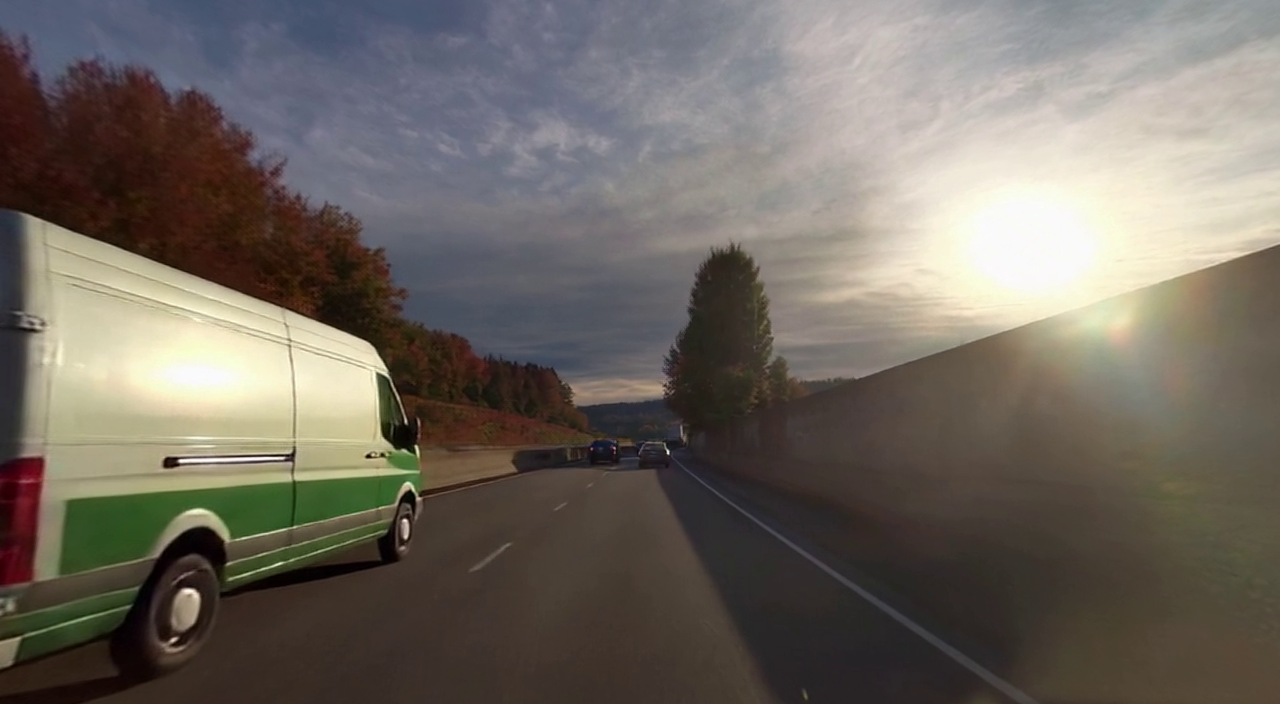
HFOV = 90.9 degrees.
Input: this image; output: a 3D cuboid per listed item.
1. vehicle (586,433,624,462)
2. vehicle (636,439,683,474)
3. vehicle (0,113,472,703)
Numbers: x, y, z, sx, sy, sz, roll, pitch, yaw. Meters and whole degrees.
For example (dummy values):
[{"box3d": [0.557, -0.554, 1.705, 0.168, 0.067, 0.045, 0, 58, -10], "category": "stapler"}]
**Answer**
[{"box3d": [-2.498, 7.025, 46.421, 2.199, 1.973, 5.078, 0, -8, 3], "category": "vehicle"}, {"box3d": [0.894, 4.850, 29.498, 2.071, 1.487, 3.948, 0, -8, 1], "category": "vehicle"}, {"box3d": [-3.564, 0.747, 5.648, 2.297, 2.687, 6.317, 0, -8, 1], "category": "vehicle"}]
